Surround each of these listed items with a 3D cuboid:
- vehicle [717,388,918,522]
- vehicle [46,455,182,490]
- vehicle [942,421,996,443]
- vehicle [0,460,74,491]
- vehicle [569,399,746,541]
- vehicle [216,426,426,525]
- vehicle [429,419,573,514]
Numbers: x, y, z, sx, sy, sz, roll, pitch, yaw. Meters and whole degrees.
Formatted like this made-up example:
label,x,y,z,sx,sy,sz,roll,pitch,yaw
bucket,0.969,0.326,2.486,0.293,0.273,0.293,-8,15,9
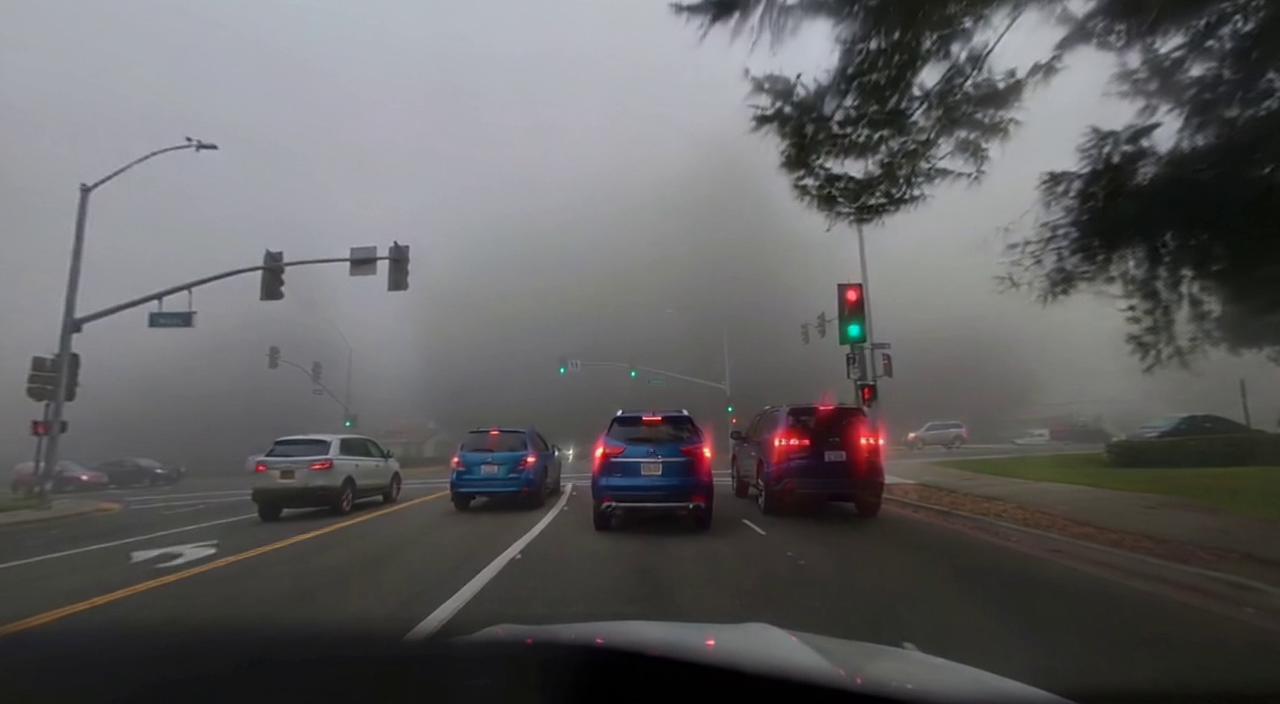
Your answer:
label,x,y,z,sx,sy,sz,roll,pitch,yaw
vehicle,3.118,2.021,12.730,2.338,2.063,5.672,0,-8,0
vehicle,-24.004,5.502,28.882,4.383,1.456,1.999,0,-8,-1
vehicle,23.729,5.825,45.621,1.830,1.516,3.943,-1,-8,1
vehicle,-32.087,6.266,32.095,4.554,1.449,1.949,-1,-8,0
vehicle,0.202,1.801,10.169,2.235,1.778,4.178,0,-8,0
vehicle,-6.236,2.451,13.099,2.052,1.664,4.476,0,-8,-1
vehicle,-2.735,2.388,13.608,2.058,1.659,4.514,-1,-8,0
